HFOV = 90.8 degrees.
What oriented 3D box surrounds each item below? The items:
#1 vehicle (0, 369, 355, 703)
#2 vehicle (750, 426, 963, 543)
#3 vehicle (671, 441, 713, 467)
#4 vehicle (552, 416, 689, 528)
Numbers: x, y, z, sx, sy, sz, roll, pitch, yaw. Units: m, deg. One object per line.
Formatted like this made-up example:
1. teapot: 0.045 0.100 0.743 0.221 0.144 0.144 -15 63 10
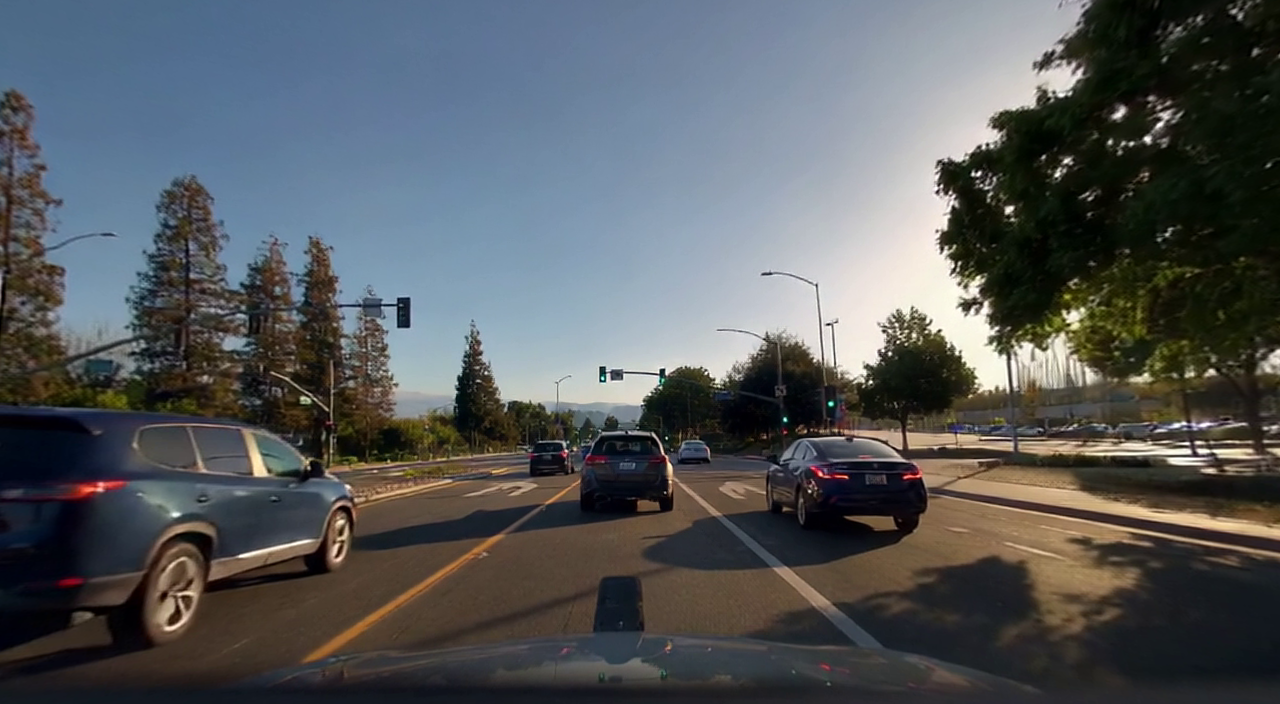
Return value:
1. vehicle: -3.807 1.104 4.284 1.823 1.602 4.061 0 -8 0
2. vehicle: 3.267 2.077 10.548 2.068 1.541 4.041 0 -8 0
3. vehicle: 3.100 6.223 38.752 2.171 1.469 4.420 0 -8 0
4. vehicle: -0.337 2.198 12.075 2.150 1.725 4.096 0 -8 -1
